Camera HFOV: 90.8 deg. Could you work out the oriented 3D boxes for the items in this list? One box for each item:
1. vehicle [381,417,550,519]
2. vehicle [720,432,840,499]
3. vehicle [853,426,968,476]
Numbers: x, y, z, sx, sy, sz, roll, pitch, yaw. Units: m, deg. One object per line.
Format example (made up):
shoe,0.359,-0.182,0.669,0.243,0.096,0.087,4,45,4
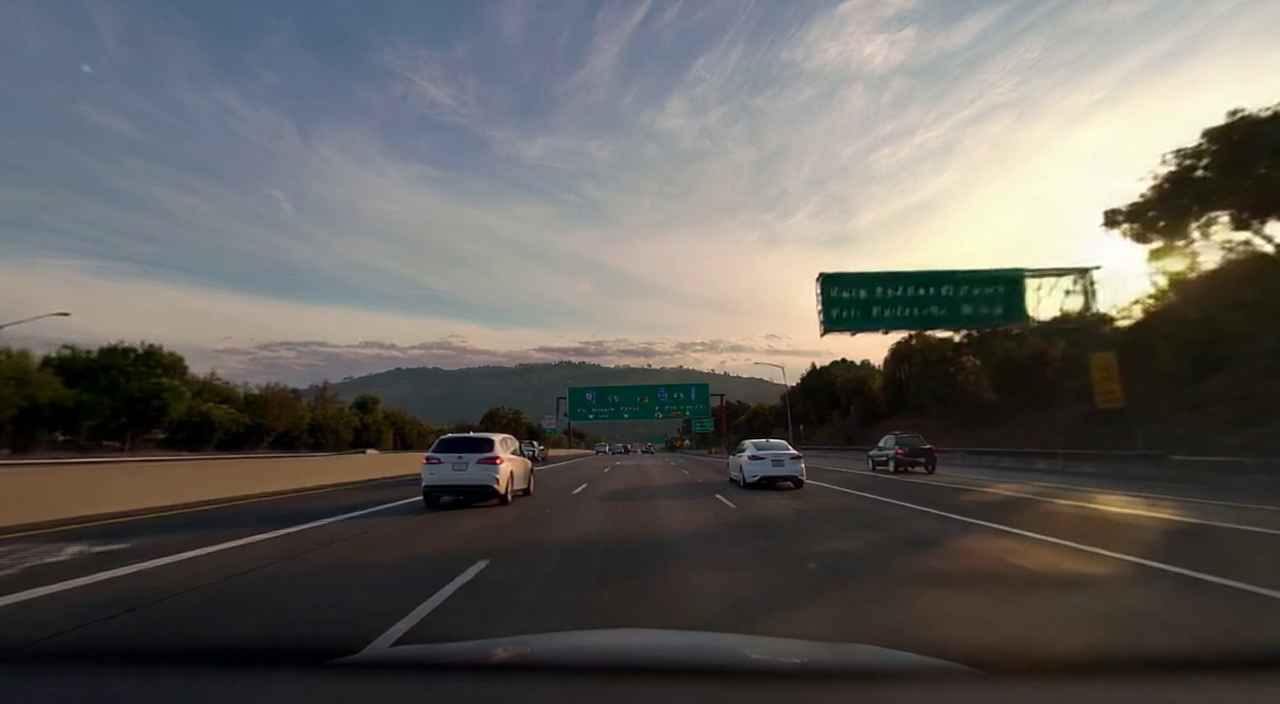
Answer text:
vehicle,-3.339,2.335,13.209,2.193,1.746,4.512,0,-8,0
vehicle,3.622,3.051,17.397,2.107,1.550,4.949,0,-8,-1
vehicle,11.185,4.163,26.707,2.223,1.865,5.704,0,-8,-1
